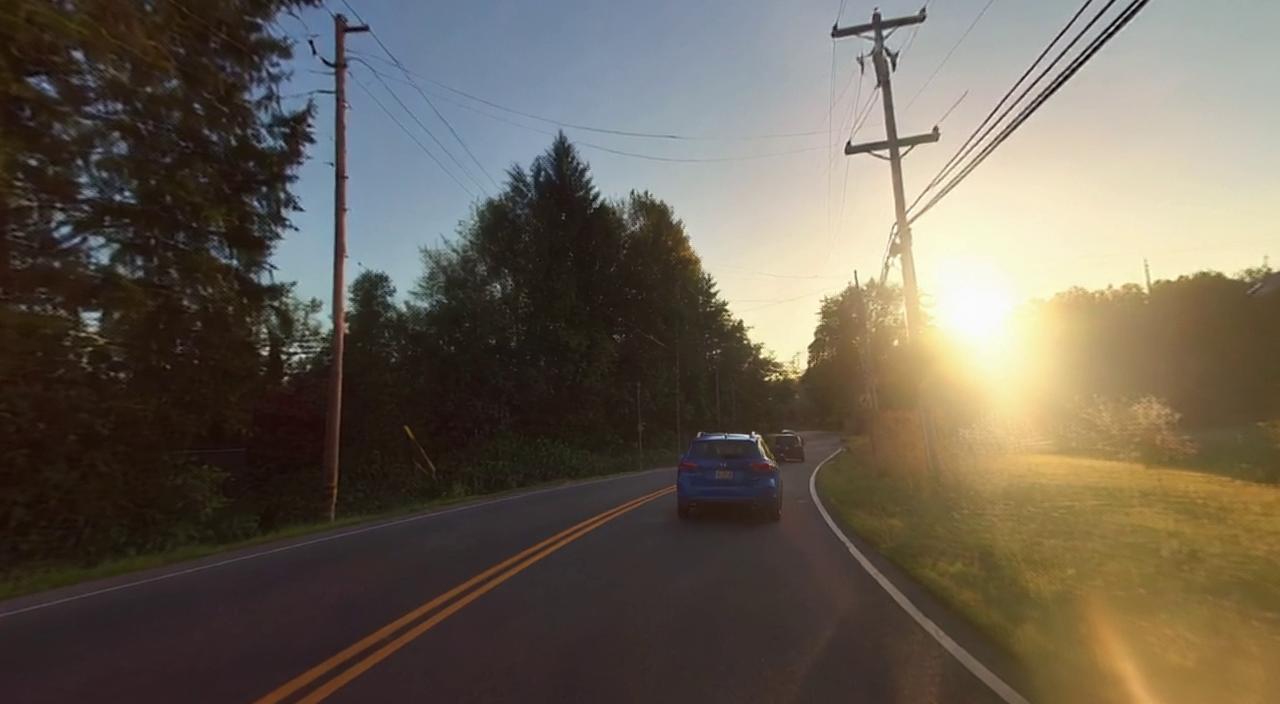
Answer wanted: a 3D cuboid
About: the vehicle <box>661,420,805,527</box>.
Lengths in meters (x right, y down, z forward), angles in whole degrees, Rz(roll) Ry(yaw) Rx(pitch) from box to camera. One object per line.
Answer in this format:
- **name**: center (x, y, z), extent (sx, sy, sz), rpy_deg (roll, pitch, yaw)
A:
- **vehicle**: center (1.807, 2.150, 11.715), extent (2.157, 1.565, 4.243), rpy_deg (-2, -9, 11)
